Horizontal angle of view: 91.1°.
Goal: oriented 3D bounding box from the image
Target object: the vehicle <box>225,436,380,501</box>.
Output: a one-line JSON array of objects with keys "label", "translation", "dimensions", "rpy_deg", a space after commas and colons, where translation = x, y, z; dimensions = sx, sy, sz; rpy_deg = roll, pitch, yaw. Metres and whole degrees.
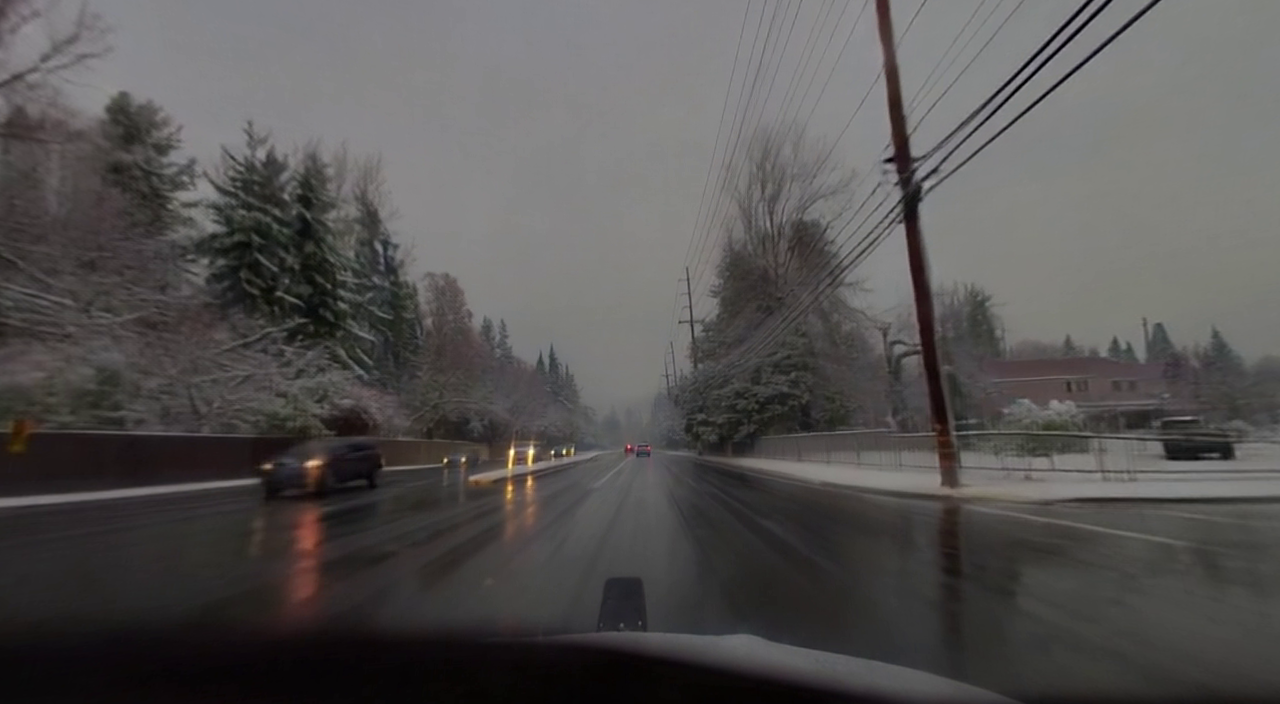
[{"label": "vehicle", "translation": [-9.925, 3.443, 19.000], "dimensions": [2.111, 1.718, 4.465], "rpy_deg": [0, -8, 1]}]

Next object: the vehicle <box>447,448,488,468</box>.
[{"label": "vehicle", "translation": [-13.213, 8.123, 48.278], "dimensions": [1.821, 1.453, 4.459], "rpy_deg": [0, -8, 1]}]
